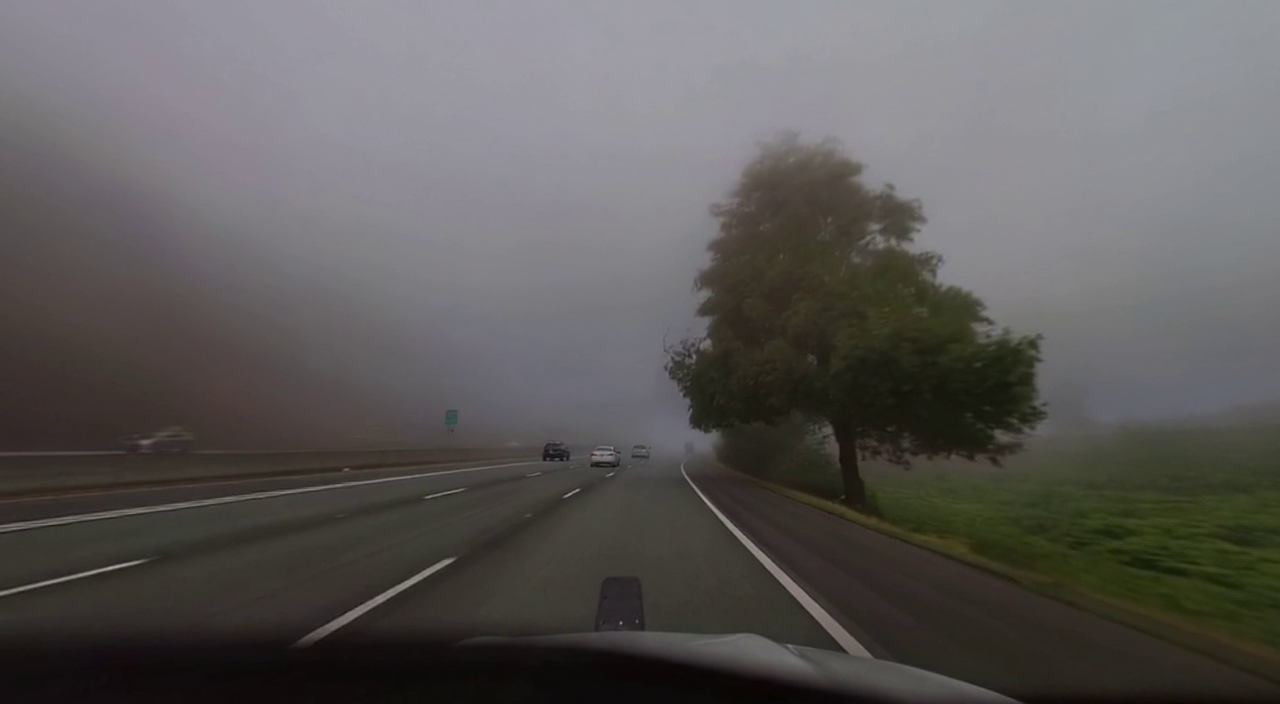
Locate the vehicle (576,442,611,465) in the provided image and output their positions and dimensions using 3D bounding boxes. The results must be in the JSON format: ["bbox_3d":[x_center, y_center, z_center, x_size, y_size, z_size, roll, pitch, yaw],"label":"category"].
[{"bbox_3d":[-3.492,7.745,48.275,2.035,1.673,4.469,0,-9,3],"label":"vehicle"}]

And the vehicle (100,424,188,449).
[{"bbox_3d":[-32.618,5.609,41.588,1.985,1.514,4.533,0,-9,3],"label":"vehicle"}]
